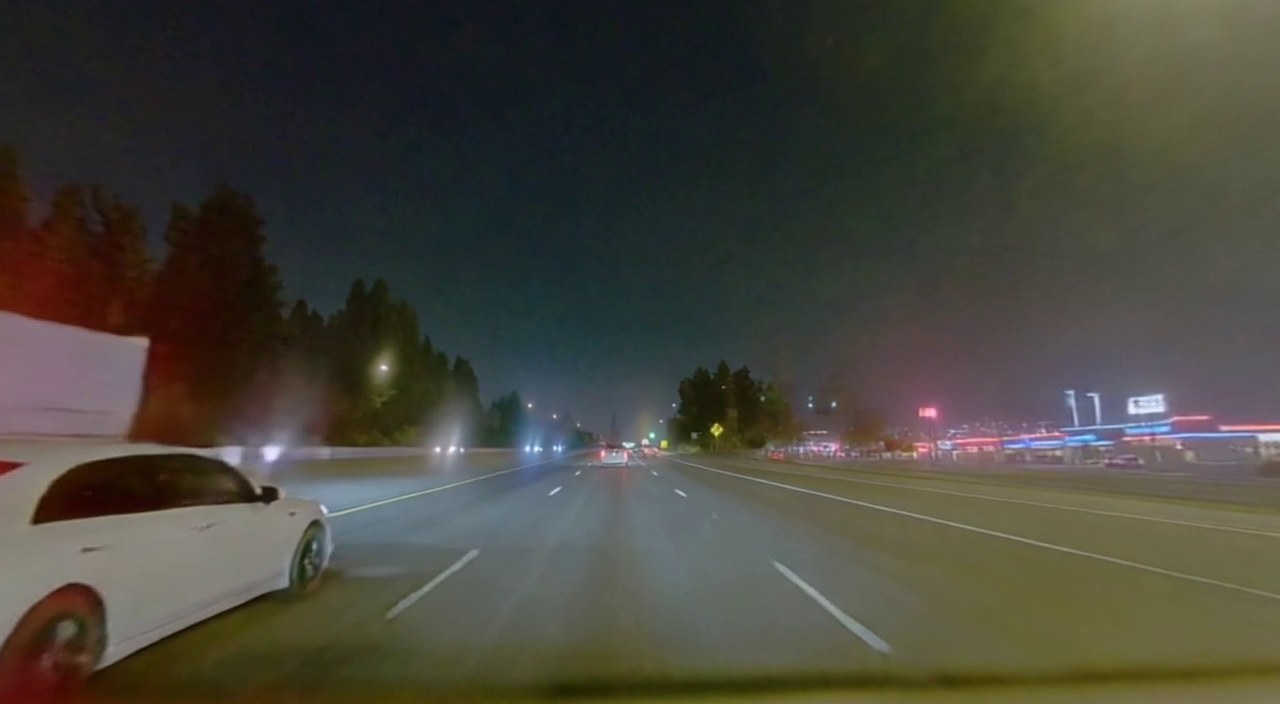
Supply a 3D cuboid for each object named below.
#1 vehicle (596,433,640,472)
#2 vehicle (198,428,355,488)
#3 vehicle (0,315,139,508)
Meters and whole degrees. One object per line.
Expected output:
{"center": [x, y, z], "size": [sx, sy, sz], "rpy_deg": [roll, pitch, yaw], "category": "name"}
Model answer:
{"center": [-1.138, 5.281, 33.306], "size": [2.155, 1.856, 4.796], "rpy_deg": [0, -8, -1], "category": "vehicle"}
{"center": [-11.390, 3.368, 20.352], "size": [2.084, 1.683, 5.021], "rpy_deg": [0, -8, 0], "category": "vehicle"}
{"center": [-15.309, 0.629, 9.256], "size": [2.879, 4.182, 16.554], "rpy_deg": [0, -8, -2], "category": "vehicle"}
